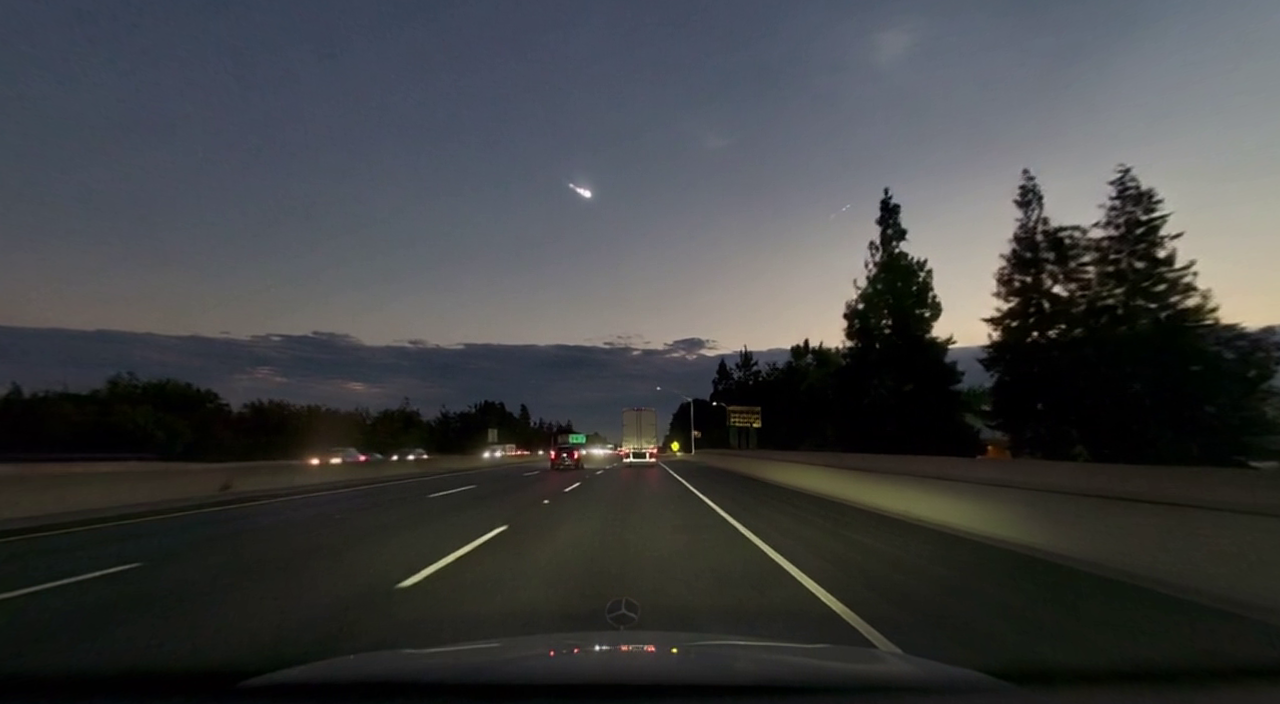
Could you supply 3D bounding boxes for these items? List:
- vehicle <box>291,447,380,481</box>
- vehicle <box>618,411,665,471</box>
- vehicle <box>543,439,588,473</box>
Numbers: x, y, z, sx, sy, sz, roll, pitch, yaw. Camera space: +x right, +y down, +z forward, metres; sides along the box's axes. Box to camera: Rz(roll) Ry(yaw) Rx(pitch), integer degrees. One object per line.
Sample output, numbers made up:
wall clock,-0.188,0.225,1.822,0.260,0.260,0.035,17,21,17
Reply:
vehicle,-14.495,5.332,30.359,1.897,1.441,4.634,0,-9,1
vehicle,-0.091,6.489,45.739,2.839,3.734,11.781,0,-9,-3
vehicle,-4.396,6.244,38.026,2.139,1.925,4.312,0,-9,0
